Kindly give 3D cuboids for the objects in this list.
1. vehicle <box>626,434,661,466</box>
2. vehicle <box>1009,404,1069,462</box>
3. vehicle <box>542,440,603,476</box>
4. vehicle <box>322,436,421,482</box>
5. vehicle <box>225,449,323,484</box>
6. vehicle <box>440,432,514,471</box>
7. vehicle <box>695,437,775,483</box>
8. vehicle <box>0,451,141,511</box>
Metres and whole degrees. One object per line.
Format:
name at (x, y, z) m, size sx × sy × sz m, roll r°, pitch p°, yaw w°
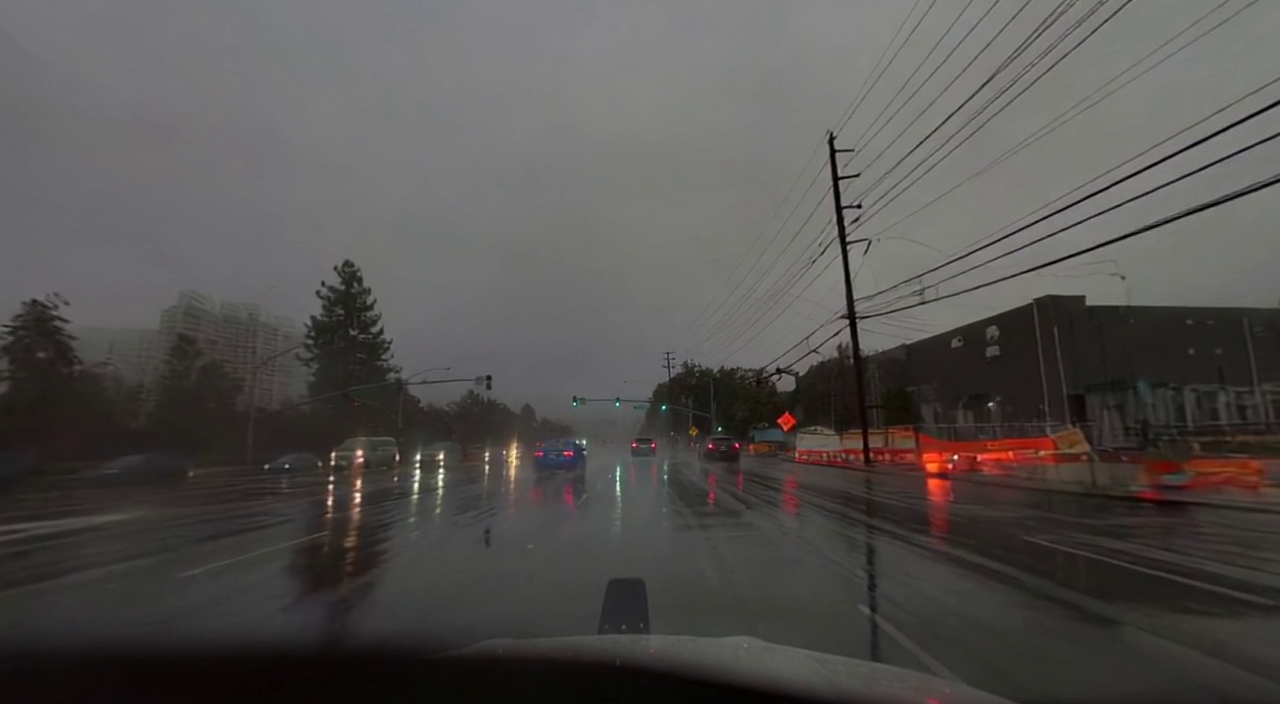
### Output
vehicle at (0.232, 6.068, 39.021) m, size 2.060 × 1.845 × 4.151 m, roll 0°, pitch -8°, yaw 0°
vehicle at (25.630, 5.119, 40.557) m, size 2.825 × 3.296 × 8.344 m, roll -3°, pitch -7°, yaw 32°
vehicle at (-2.927, 4.725, 28.388) m, size 2.087 × 1.480 × 4.825 m, roll 0°, pitch -8°, yaw 1°
vehicle at (-9.705, 3.887, 23.140) m, size 1.774 × 1.535 × 3.828 m, roll -1°, pitch -8°, yaw 3°
vehicle at (-17.301, 5.392, 30.115) m, size 1.911 × 1.509 × 4.406 m, roll 0°, pitch -8°, yaw 2°
vehicle at (-8.983, 5.557, 35.349) m, size 2.392 × 2.012 × 5.727 m, roll 0°, pitch -8°, yaw 2°
vehicle at (3.282, 3.850, 22.794) m, size 2.142 × 1.475 × 4.565 m, roll 0°, pitch -8°, yaw 0°
vehicle at (-17.611, 3.734, 18.747) m, size 1.813 × 1.513 × 4.457 m, roll 0°, pitch -8°, yaw 2°
